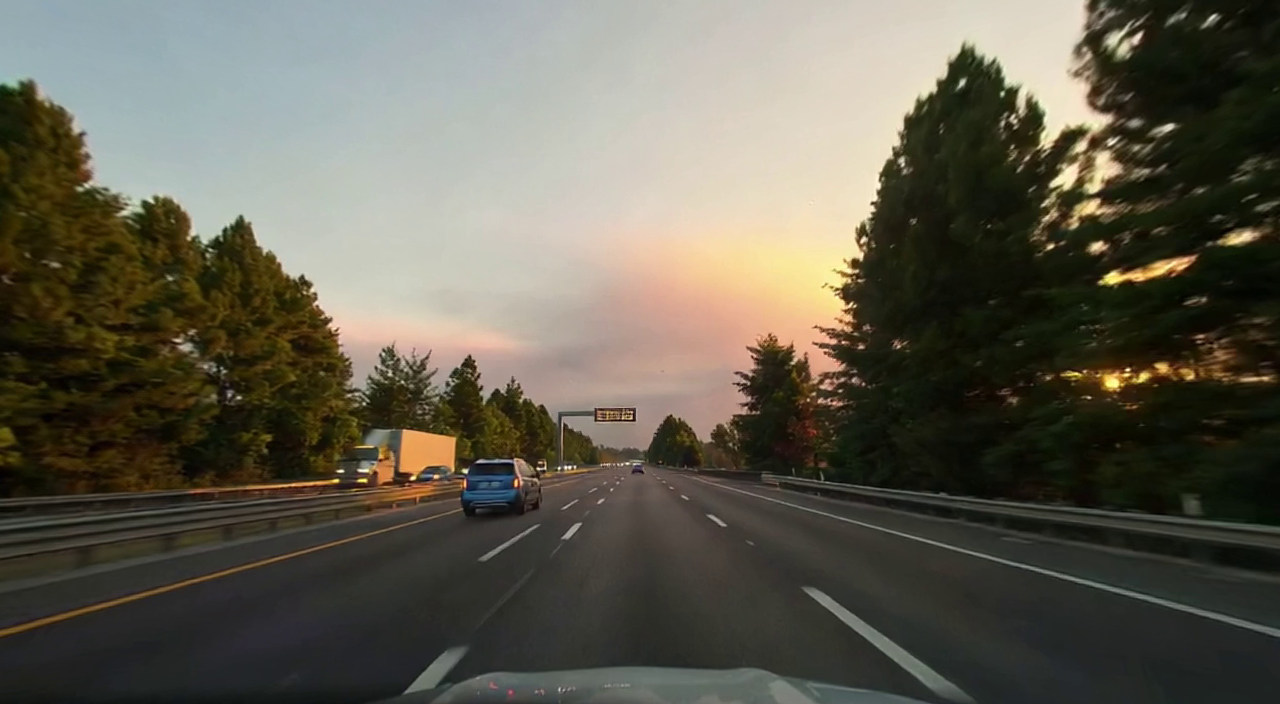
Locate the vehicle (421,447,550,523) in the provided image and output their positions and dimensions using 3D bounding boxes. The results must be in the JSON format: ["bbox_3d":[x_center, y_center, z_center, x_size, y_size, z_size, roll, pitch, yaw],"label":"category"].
[{"bbox_3d":[-3.605,3.242,15.664,2.081,1.586,4.245,1,-10,0],"label":"vehicle"}]

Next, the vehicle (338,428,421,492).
[{"bbox_3d":[-17.574,7.396,42.977,2.973,3.982,5.879,1,-10,-1],"label":"vehicle"}]
